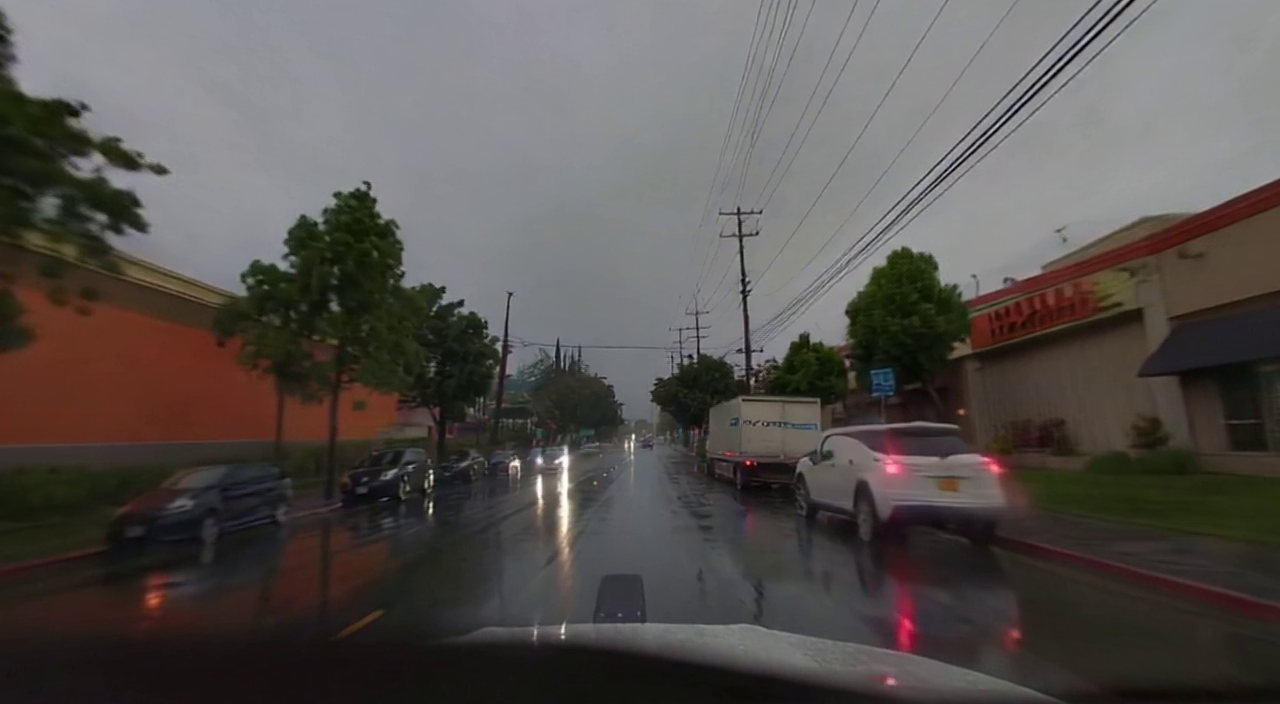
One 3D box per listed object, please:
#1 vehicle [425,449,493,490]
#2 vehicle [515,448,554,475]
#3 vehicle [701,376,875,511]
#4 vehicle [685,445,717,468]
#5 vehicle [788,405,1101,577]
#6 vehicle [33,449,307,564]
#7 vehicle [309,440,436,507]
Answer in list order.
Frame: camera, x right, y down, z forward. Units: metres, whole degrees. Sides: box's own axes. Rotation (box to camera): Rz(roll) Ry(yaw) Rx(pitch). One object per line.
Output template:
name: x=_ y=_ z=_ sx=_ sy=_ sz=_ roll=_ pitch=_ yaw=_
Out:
vehicle: x=-7.556 y=4.902 z=26.640 sx=1.678 sy=1.468 sz=3.706 roll=-4 pitch=-8 yaw=1
vehicle: x=-7.131 y=7.411 z=42.864 sx=1.787 sy=1.543 sz=4.052 roll=-4 pitch=-7 yaw=2
vehicle: x=4.034 y=2.735 z=19.783 sx=3.011 sy=3.127 sz=8.608 roll=-3 pitch=-7 yaw=-2
vehicle: x=4.377 y=7.534 z=45.857 sx=1.990 sy=1.521 sz=4.693 roll=-1 pitch=-8 yaw=2
vehicle: x=3.778 y=1.817 z=9.165 sx=2.097 sy=1.784 sz=4.915 roll=0 pitch=-8 yaw=0
vehicle: x=-7.830 y=2.524 z=11.135 sx=1.704 sy=1.464 sz=4.089 roll=-3 pitch=-8 yaw=0
vehicle: x=-7.686 y=3.498 z=18.662 sx=1.882 sy=1.639 sz=4.187 roll=-3 pitch=-8 yaw=1
